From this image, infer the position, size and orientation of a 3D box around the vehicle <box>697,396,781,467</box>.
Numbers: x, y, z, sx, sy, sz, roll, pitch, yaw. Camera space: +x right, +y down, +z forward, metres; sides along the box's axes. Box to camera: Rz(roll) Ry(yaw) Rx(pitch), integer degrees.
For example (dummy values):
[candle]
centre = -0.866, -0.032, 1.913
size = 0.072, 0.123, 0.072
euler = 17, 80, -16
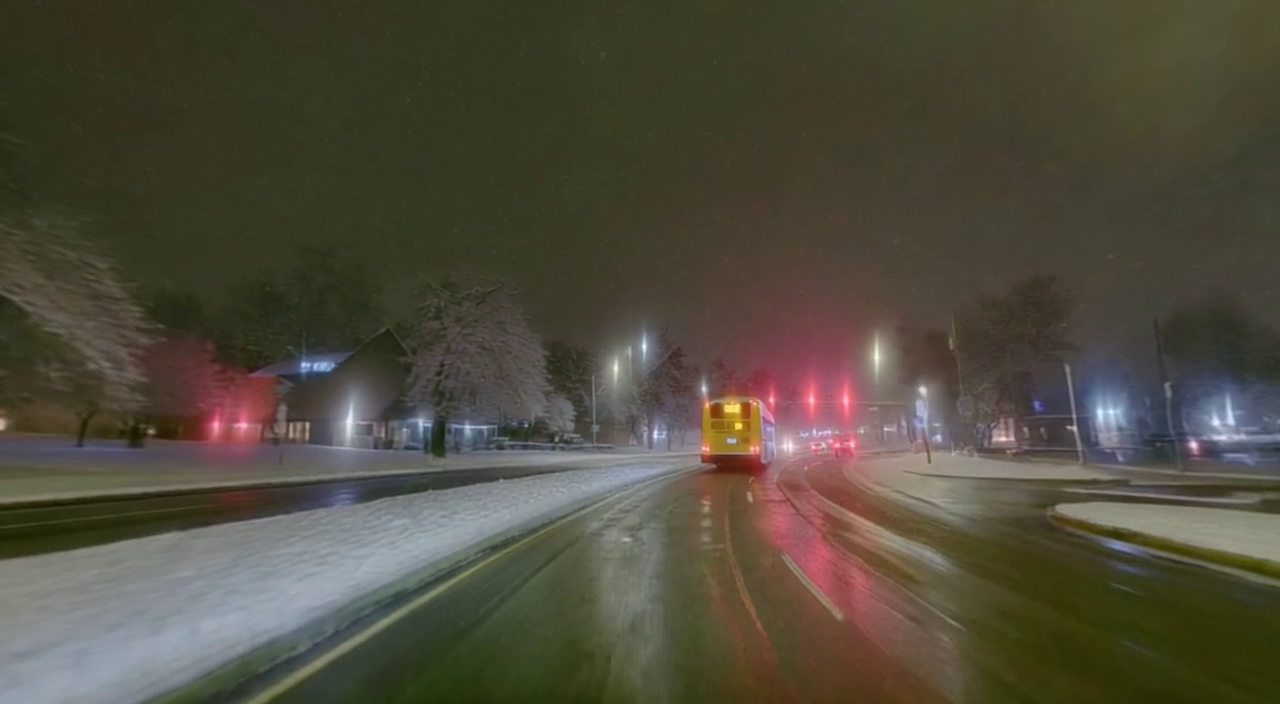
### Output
[vehicle]
centre = 6.026, 4.696, 36.317
size = 3.031, 3.429, 11.005
euler = -3, -9, 18
